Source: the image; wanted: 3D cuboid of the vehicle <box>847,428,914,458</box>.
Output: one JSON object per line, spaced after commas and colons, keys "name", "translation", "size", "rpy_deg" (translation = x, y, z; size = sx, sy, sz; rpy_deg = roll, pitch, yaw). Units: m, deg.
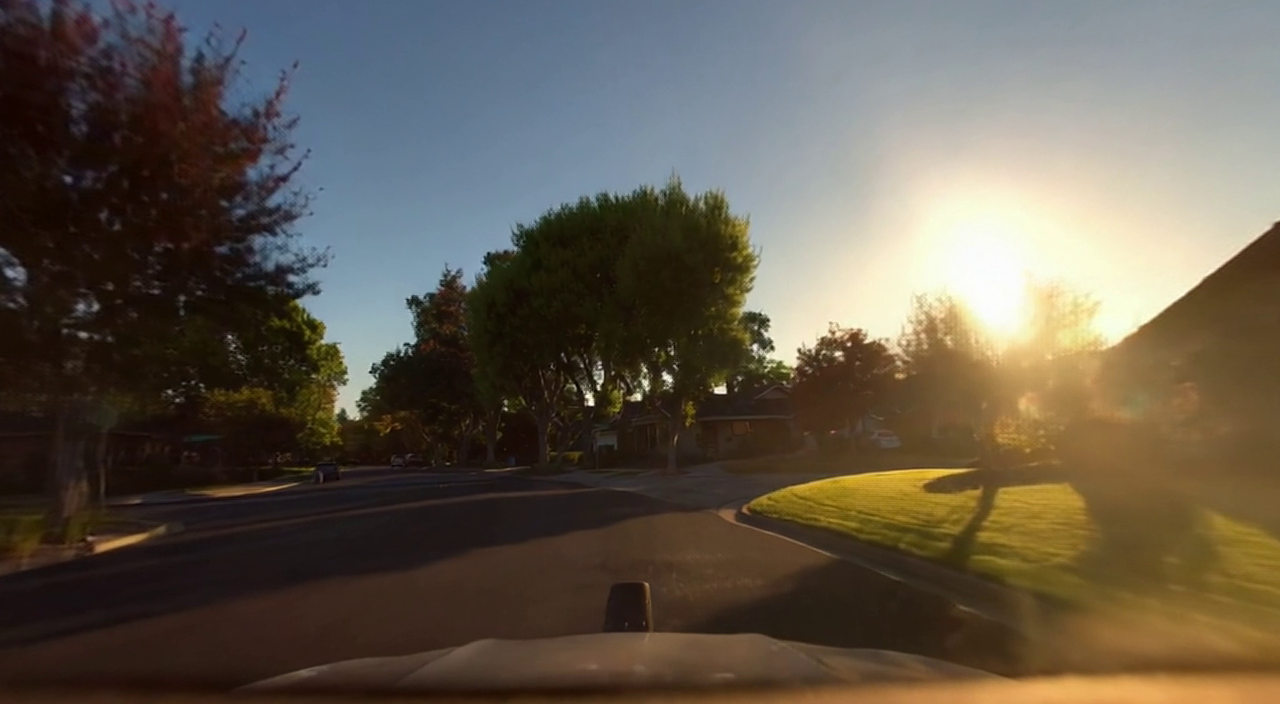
{"name": "vehicle", "translation": [15.360, 5.879, 40.644], "size": [1.992, 1.813, 5.079], "rpy_deg": [0, -9, -4]}
